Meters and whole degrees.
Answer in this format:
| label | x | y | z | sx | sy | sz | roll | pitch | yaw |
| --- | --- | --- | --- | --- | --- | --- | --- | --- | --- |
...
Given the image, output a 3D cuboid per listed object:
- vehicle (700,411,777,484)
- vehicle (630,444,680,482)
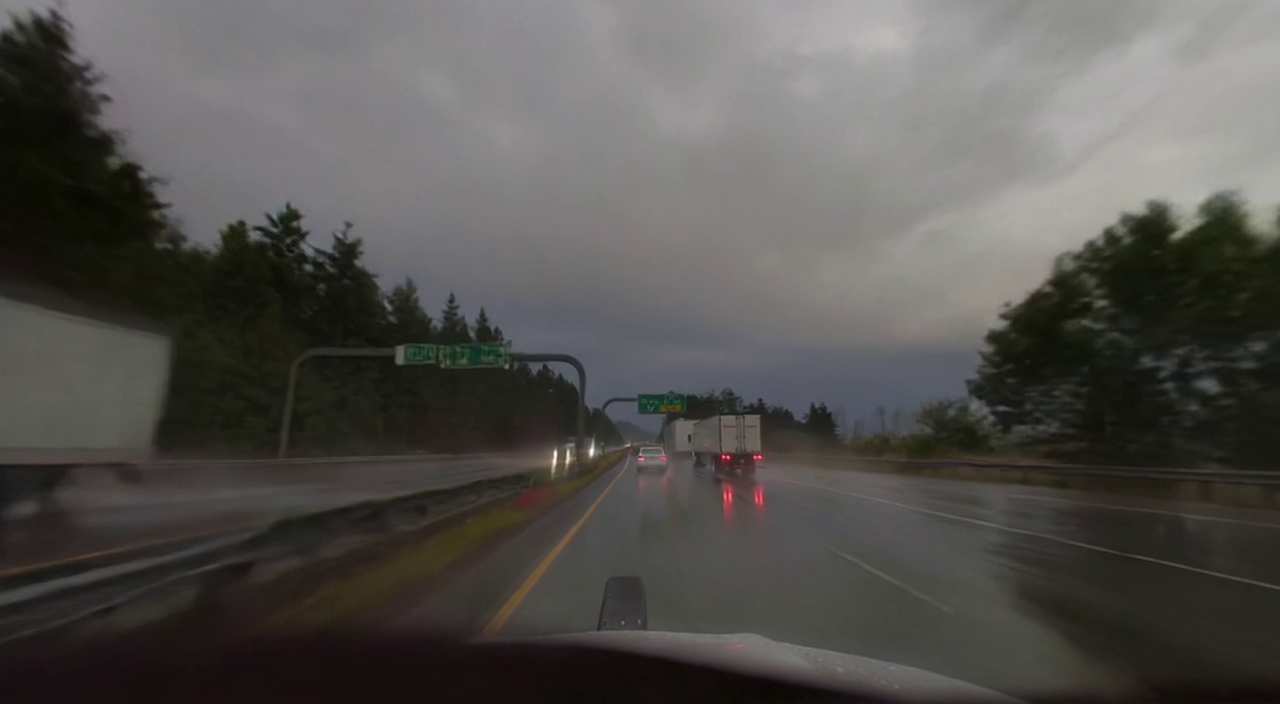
| label | x | y | z | sx | sy | sz | roll | pitch | yaw |
| --- | --- | --- | --- | --- | --- | --- | --- | --- | --- |
| vehicle | 4.835 | 4.889 | 32.460 | 2.600 | 3.282 | 7.635 | 0 | -9 | -1 |
| vehicle | 0.602 | 4.885 | 28.017 | 2.069 | 1.523 | 4.012 | 0 | -9 | -1 |
